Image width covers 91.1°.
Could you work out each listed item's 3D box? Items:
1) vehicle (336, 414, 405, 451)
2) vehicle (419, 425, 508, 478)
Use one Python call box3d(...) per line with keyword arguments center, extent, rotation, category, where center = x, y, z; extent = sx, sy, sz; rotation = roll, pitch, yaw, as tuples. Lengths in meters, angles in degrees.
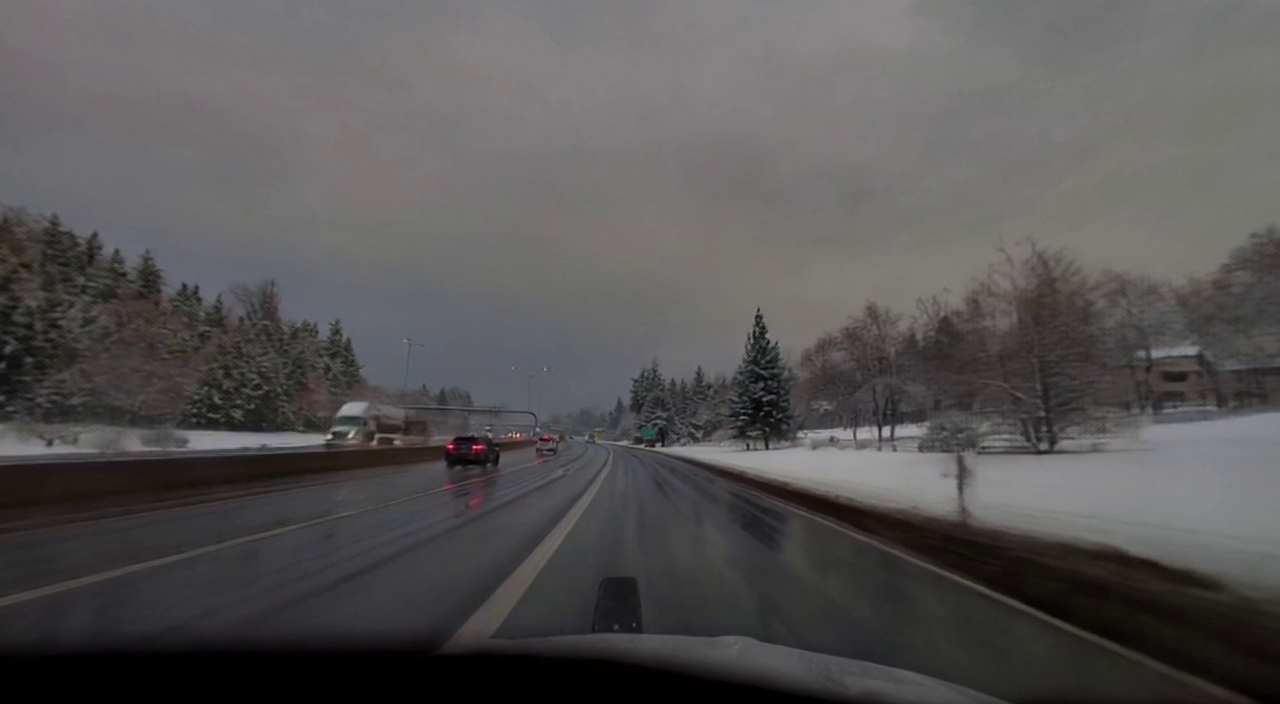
box3d(center=(-18.942, 5.710, 44.511), extent=(2.308, 2.474, 5.555), rotation=(0, -8, 1), category="vehicle")
box3d(center=(-6.874, 3.906, 25.075), extent=(2.188, 1.896, 4.810), rotation=(0, -8, -1), category="vehicle")
